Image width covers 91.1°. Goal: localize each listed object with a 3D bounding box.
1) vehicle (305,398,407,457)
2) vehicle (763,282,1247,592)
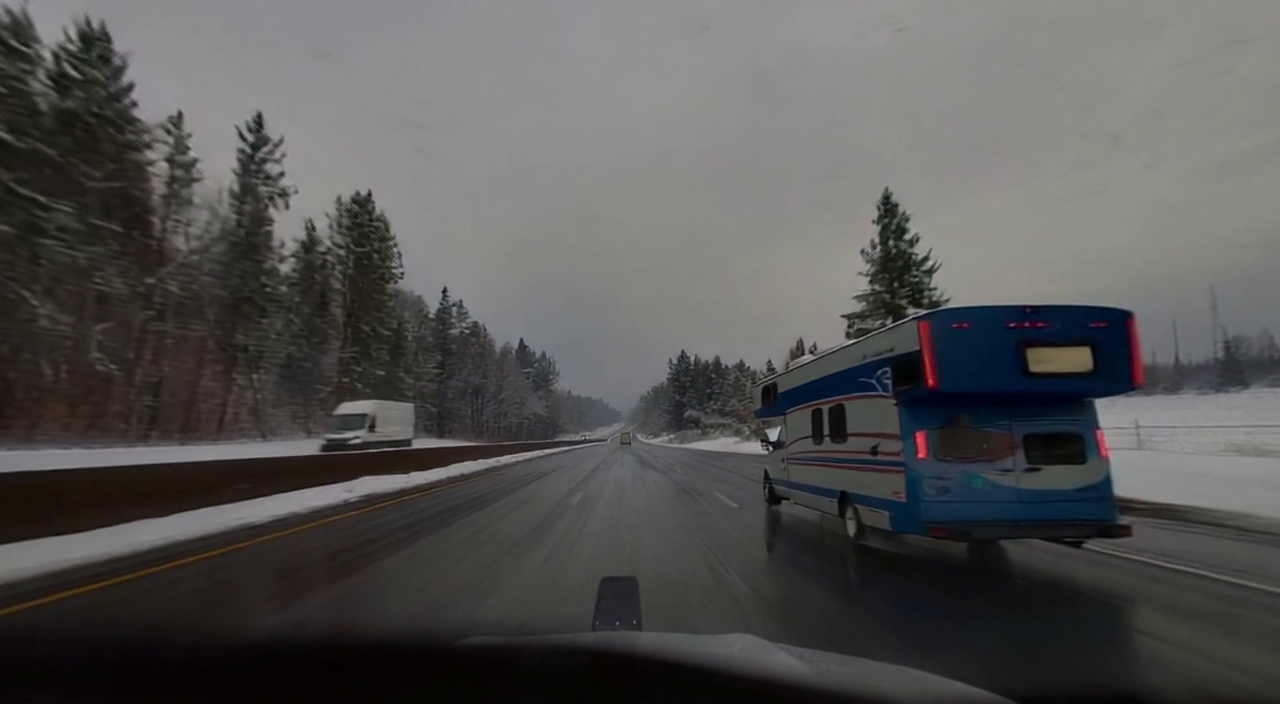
[{"bbox_3d":[-15.164,4.151,34.200,2.456,2.870,6.580,0,-8,0],"label":"vehicle"},{"bbox_3d":[4.063,1.218,9.435,2.815,2.876,7.101,0,-8,-1],"label":"vehicle"}]
